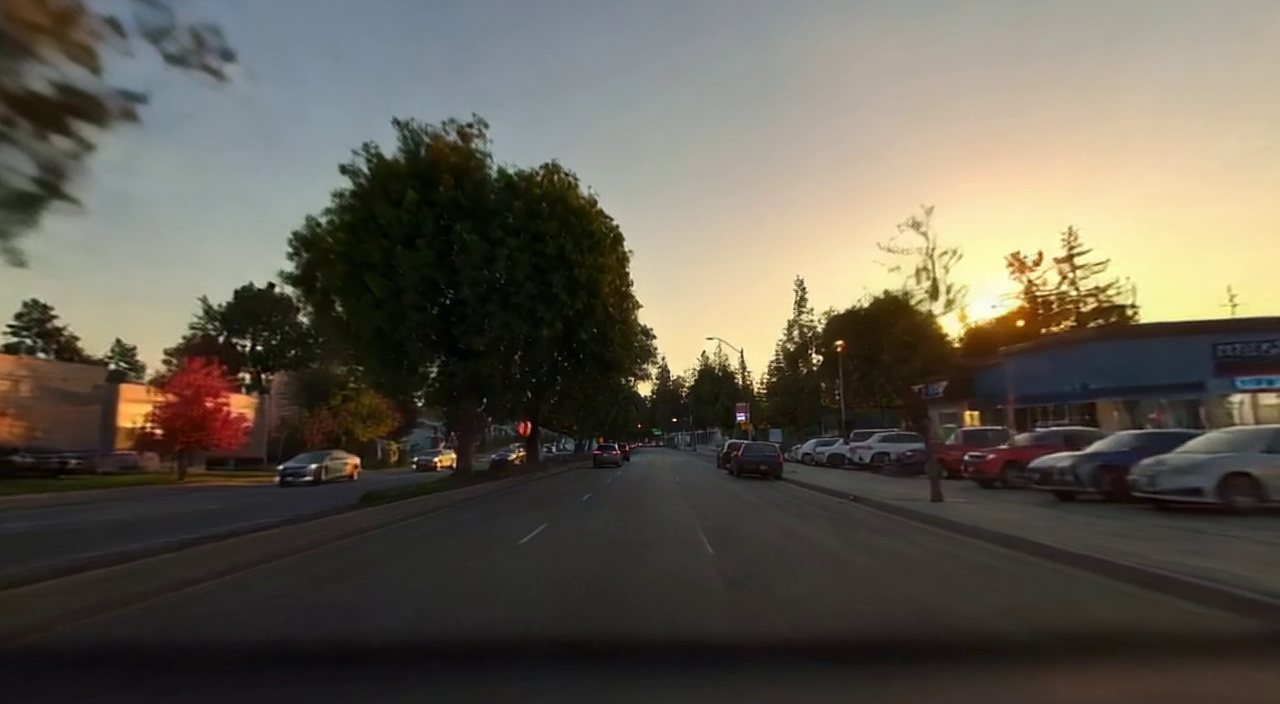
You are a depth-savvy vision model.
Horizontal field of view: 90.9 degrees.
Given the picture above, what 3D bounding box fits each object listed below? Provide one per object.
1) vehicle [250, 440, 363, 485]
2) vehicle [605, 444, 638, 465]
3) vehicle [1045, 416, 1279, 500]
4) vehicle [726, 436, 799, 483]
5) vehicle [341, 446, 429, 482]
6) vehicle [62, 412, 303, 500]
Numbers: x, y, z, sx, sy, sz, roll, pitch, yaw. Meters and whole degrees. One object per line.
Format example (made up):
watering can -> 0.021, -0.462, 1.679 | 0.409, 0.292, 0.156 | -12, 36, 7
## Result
vehicle -> -14.499, 4.823, 27.805 | 2.163, 1.761, 4.811 | -1, -9, 2
vehicle -> -1.267, 7.252, 44.697 | 1.959, 1.406, 4.272 | -1, -9, 3
vehicle -> 12.254, 2.417, 14.519 | 4.454, 1.776, 1.891 | 0, -9, 0
vehicle -> 4.854, 4.346, 25.724 | 2.179, 1.709, 4.512 | 0, -9, 1
vehicle -> -10.790, 4.747, 27.025 | 1.801, 1.407, 4.270 | -1, -9, 2
vehicle -> -18.608, 4.366, 26.878 | 2.953, 3.076, 9.336 | -1, -9, 2
